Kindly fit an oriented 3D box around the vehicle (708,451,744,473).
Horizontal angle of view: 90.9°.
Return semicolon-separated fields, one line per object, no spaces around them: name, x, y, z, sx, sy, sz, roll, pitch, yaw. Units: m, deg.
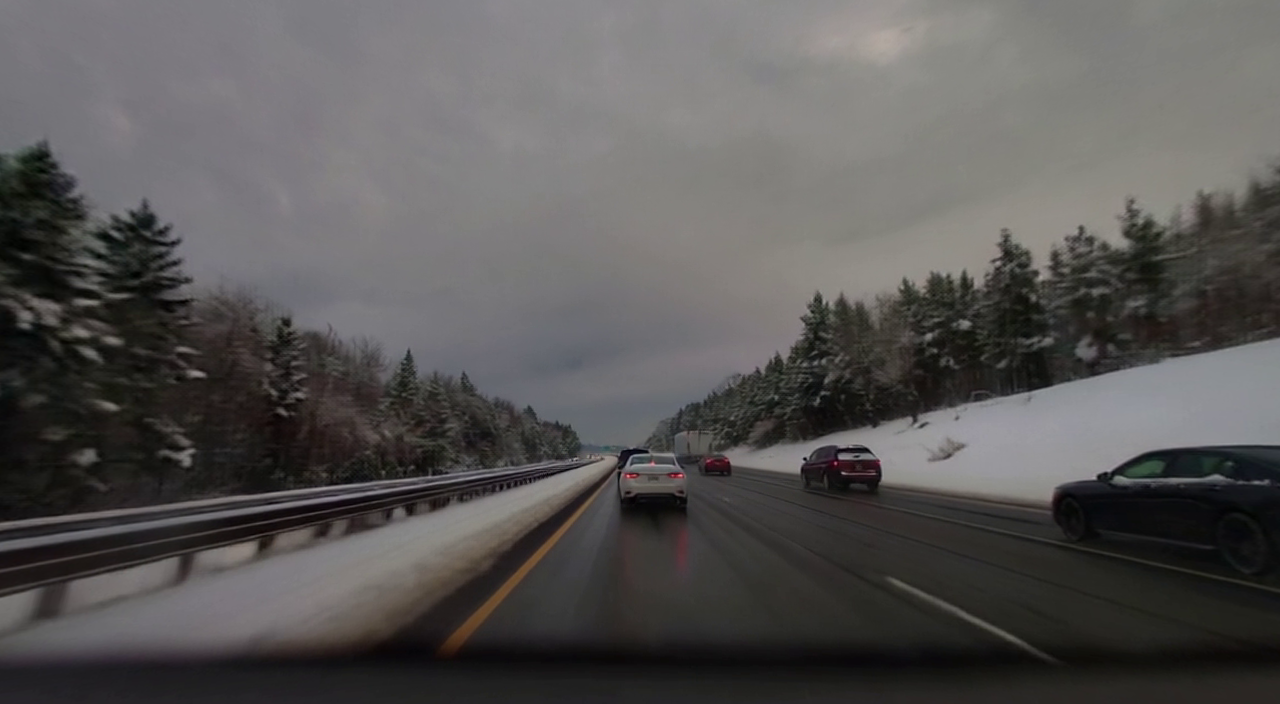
vehicle;6.065;7.802;44.839;1.921;1.451;3.841;0;-9;-2

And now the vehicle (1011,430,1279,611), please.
vehicle;6.270;1.644;6.807;1.965;1.484;4.090;0;-9;-1

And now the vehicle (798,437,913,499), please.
vehicle;6.533;3.577;19.714;1.980;1.702;4.235;0;-9;-1

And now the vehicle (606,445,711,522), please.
vehicle;0.347;2.911;14.421;2.076;1.485;3.774;0;-9;0
